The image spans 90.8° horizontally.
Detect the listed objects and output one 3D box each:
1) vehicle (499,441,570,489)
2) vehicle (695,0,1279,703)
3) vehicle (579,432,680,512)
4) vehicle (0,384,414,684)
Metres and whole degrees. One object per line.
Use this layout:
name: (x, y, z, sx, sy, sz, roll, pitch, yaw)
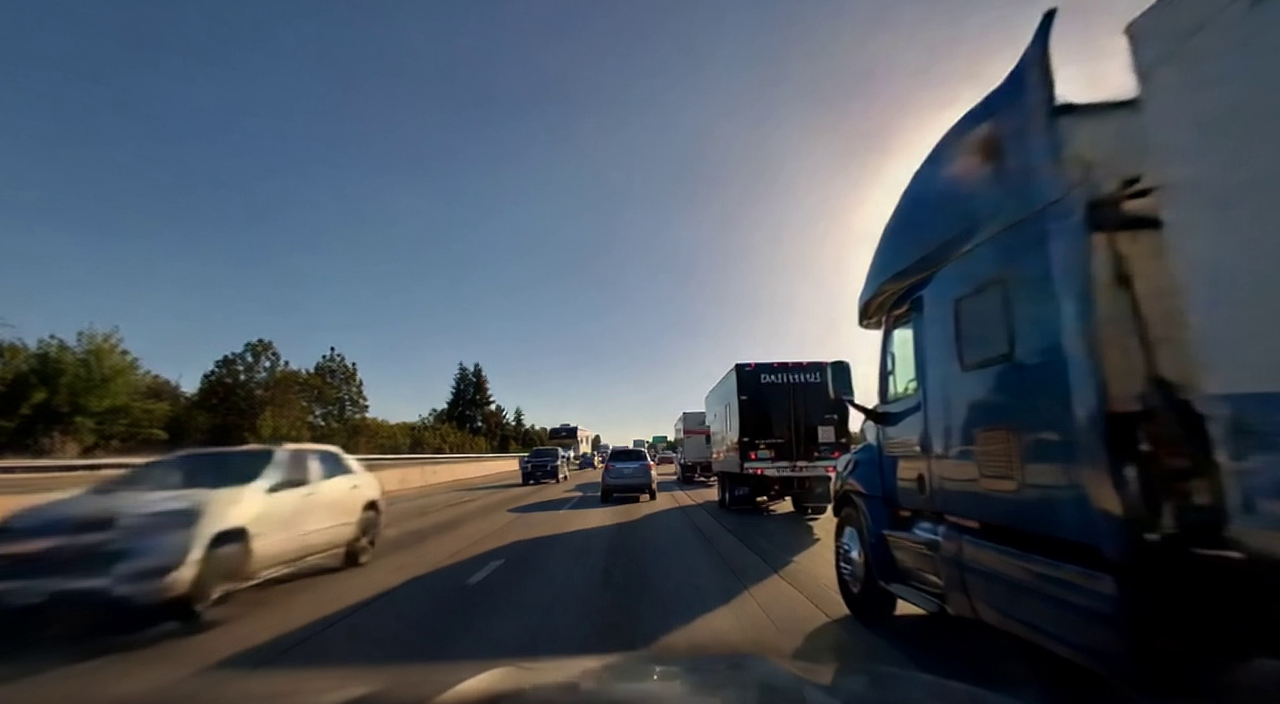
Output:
vehicle: (-4.048, 4.409, 24.914, 2.074, 1.717, 4.089, 0, -9, 1)
vehicle: (2.973, 0.597, 8.792, 2.934, 4.123, 15.785, 0, -9, 0)
vehicle: (-0.258, 2.960, 15.970, 2.201, 1.719, 4.058, 0, -9, -1)
vehicle: (-3.908, 1.383, 5.859, 1.986, 1.733, 4.209, 0, -9, 1)
